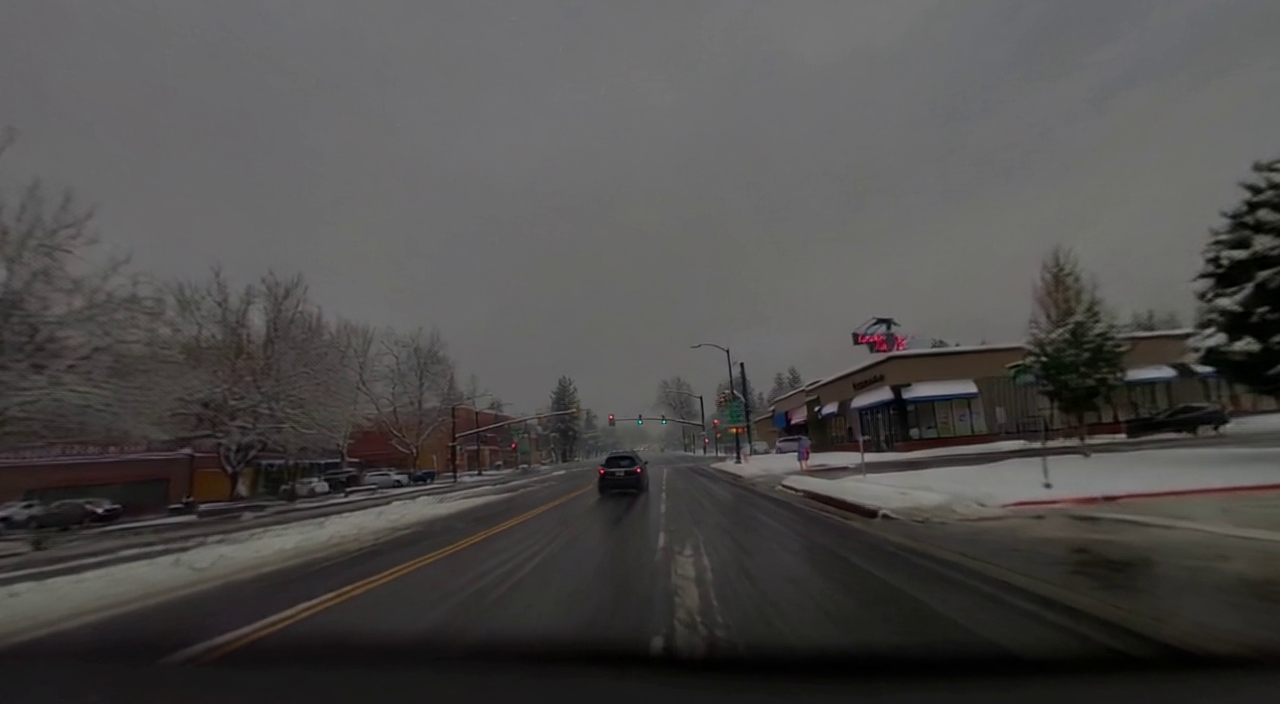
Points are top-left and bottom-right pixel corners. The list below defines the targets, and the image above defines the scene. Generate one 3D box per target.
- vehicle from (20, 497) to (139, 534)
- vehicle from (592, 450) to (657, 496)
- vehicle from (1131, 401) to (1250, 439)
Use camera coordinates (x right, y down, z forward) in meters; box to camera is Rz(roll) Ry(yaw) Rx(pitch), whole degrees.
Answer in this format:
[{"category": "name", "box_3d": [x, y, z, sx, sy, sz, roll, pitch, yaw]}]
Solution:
[{"category": "vehicle", "box_3d": [-30.118, 8.770, 34.137, 1.817, 1.485, 4.436, -3, -9, 13]}, {"category": "vehicle", "box_3d": [-0.469, 4.234, 22.445, 1.977, 1.451, 4.032, -1, -9, 3]}, {"category": "vehicle", "box_3d": [27.649, 3.496, 31.971, 1.965, 1.693, 4.635, -1, -9, 3]}]
